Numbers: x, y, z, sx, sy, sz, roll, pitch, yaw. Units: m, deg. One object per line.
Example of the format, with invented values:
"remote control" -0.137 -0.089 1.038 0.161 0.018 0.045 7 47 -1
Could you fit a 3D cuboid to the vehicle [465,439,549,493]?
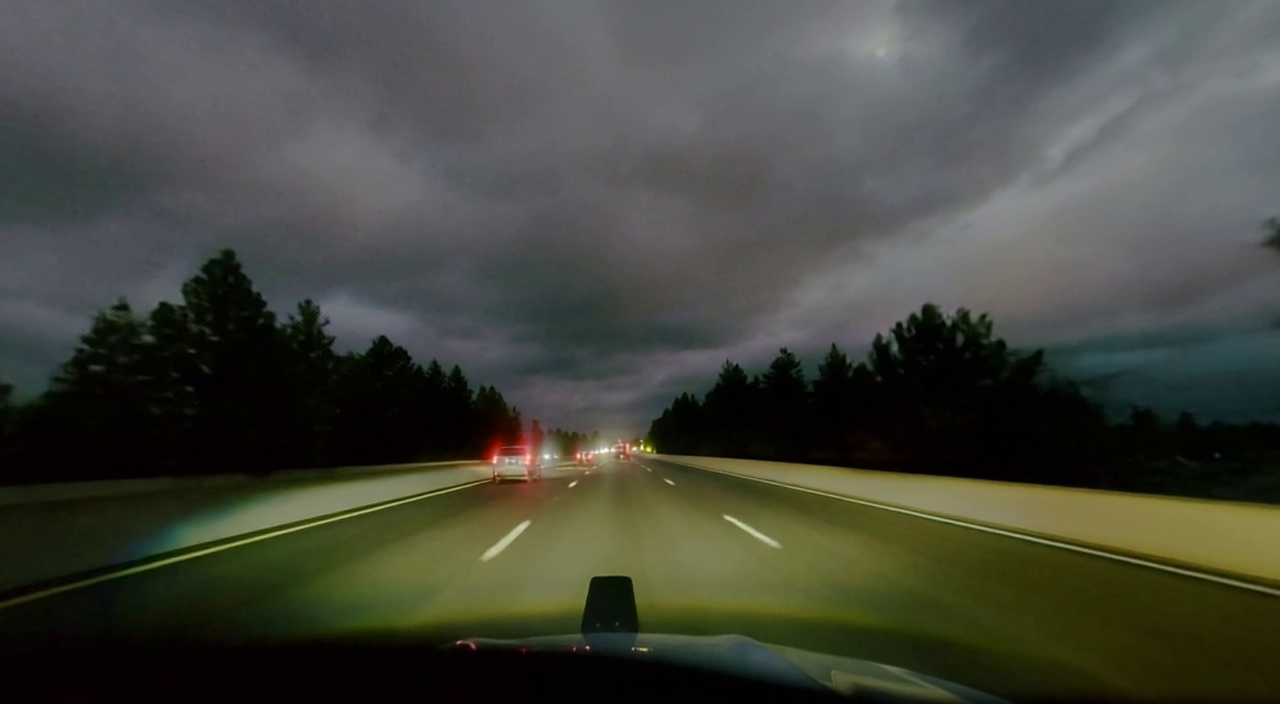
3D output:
"vehicle" -4.620 4.015 22.436 2.151 1.693 4.201 0 -9 -1
